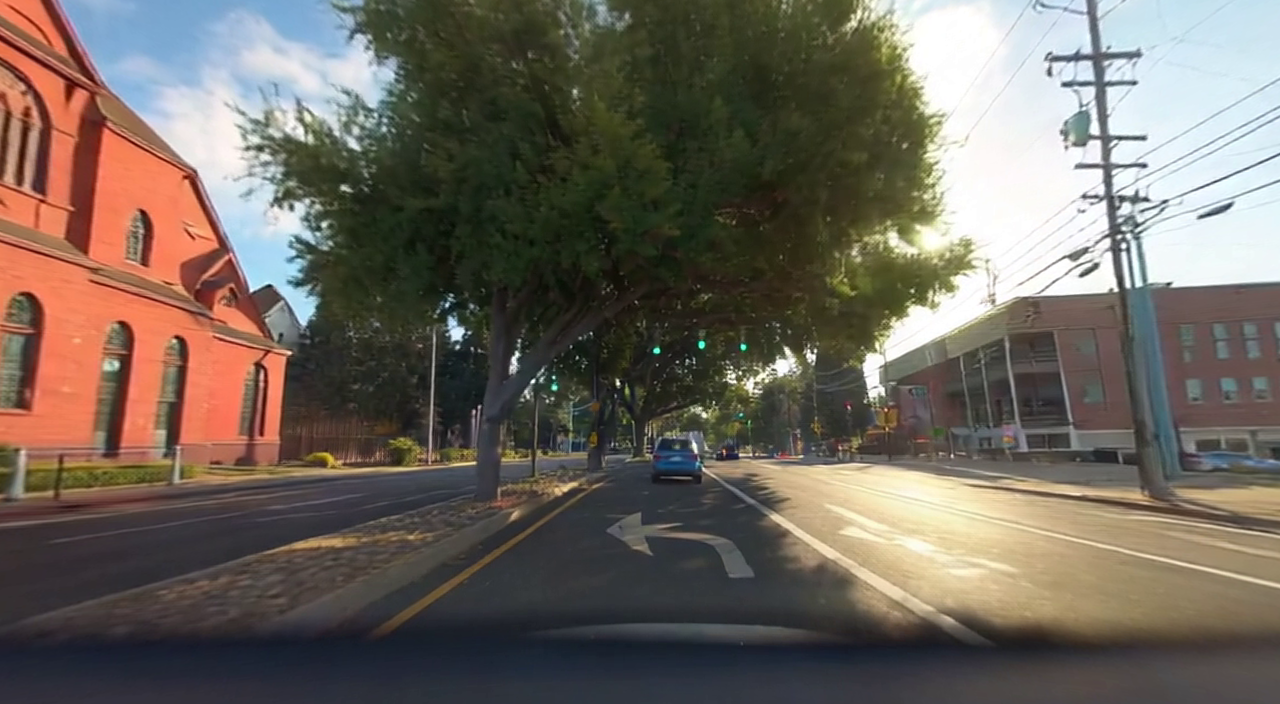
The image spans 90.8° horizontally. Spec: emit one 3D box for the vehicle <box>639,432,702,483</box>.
[{"bbox_3d":[1.101,3.748,22.593,2.032,1.621,4.082,-1,-9,3],"label":"vehicle"}]

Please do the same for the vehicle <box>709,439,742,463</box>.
[{"bbox_3d":[6.554,7.653,48.936,2.273,1.734,5.120,-1,-9,6],"label":"vehicle"}]
